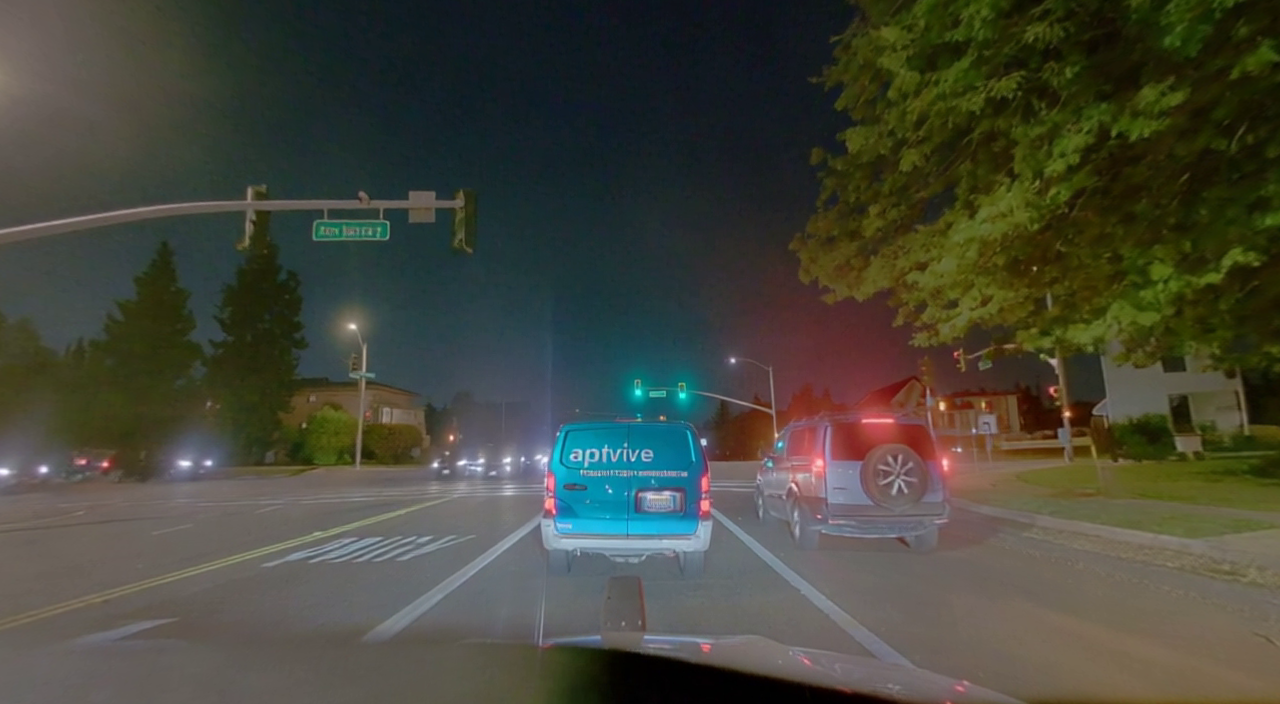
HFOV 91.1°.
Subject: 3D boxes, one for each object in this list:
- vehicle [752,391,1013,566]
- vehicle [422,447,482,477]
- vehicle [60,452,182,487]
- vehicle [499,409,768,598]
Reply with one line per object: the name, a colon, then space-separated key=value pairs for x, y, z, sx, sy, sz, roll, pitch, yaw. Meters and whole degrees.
vehicle: x=3.066 y=1.716 z=9.135 sx=2.059 sy=1.924 sz=4.257 roll=0 pitch=-8 yaw=0
vehicle: x=-10.155 y=5.952 z=34.286 sx=1.881 sy=1.515 sz=4.262 roll=0 pitch=-8 yaw=1
vehicle: x=-25.256 y=5.705 z=30.704 sx=4.073 sy=1.603 sz=1.920 roll=1 pitch=-9 yaw=-8
vehicle: x=-0.048 y=1.638 z=7.698 sx=2.321 sy=1.624 sz=4.367 roll=0 pitch=-8 yaw=0
